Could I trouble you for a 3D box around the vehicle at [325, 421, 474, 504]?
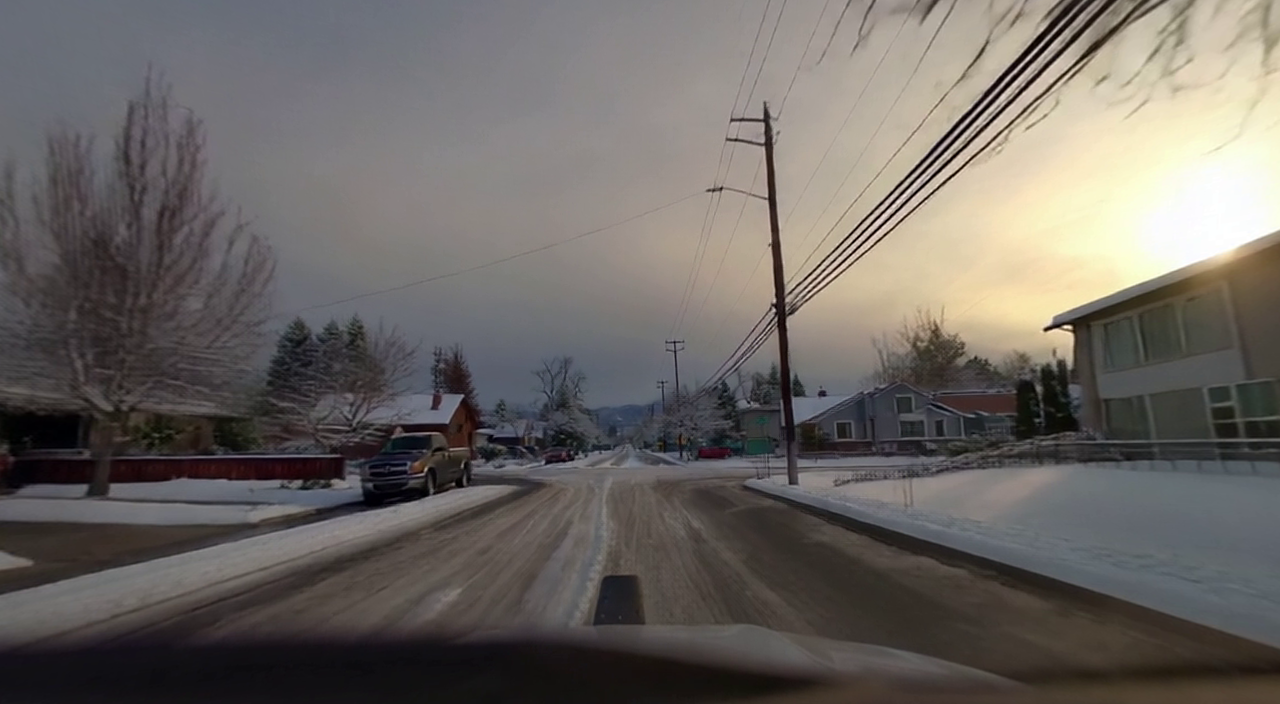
[{"bbox_3d":[-7.361,3.521,20.323,2.739,2.164,6.065,-1,-10,-4],"label":"vehicle"}]
